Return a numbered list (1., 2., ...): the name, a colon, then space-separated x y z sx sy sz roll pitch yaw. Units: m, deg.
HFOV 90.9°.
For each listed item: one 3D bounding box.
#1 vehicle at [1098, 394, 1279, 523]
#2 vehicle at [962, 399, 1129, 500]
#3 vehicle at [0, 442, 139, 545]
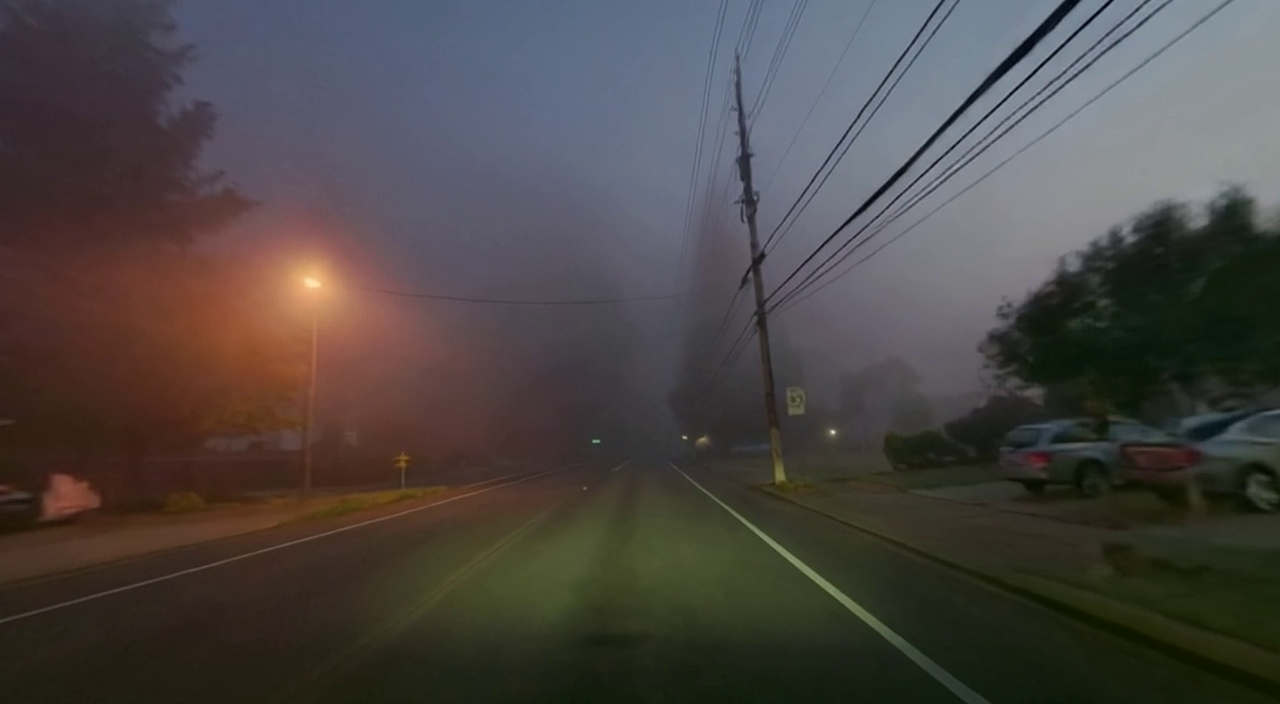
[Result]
1. vehicle: 10.351 1.559 9.901 4.626 1.731 2.007 -3 -8 -1
2. vehicle: 9.541 2.225 14.639 2.087 1.903 5.134 -8 -11 44
3. vehicle: -13.105 2.759 12.508 2.053 1.906 4.889 0 -9 3
